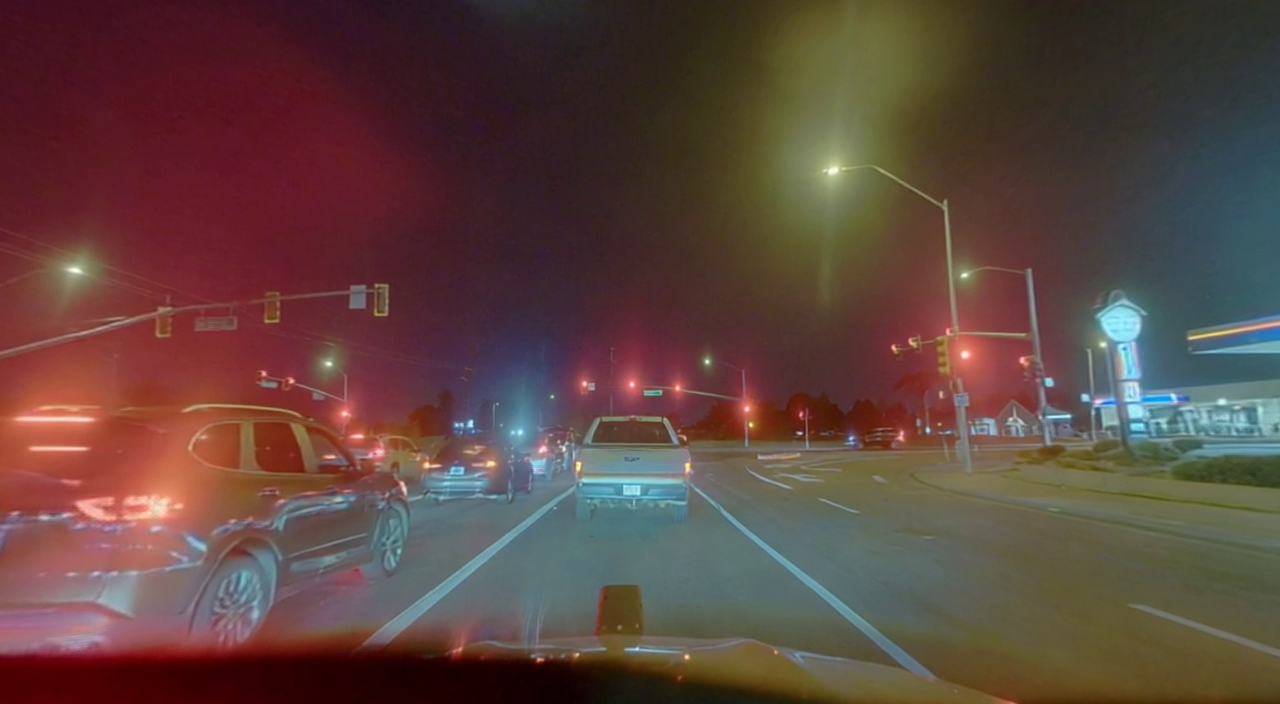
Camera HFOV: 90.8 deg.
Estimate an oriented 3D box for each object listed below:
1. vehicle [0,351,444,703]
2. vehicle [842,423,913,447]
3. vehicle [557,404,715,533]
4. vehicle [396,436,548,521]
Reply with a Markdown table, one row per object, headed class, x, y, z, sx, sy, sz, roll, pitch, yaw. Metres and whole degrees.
| class | x | y | z | sx | sy | sz | roll | pitch | yaw |
| --- | --- | --- | --- | --- | --- | --- | --- | --- | --- |
| vehicle | -3.309 | 1.163 | 5.001 | 2.096 | 1.718 | 4.266 | 0 | -8 | 0 |
| vehicle | 17.850 | 6.290 | 47.514 | 4.548 | 1.730 | 2.013 | 1 | -9 | -10 |
| vehicle | -0.078 | 2.024 | 11.522 | 2.224 | 1.819 | 5.005 | 0 | -9 | -1 |
| vehicle | -3.139 | 2.453 | 12.767 | 1.881 | 1.424 | 4.098 | 0 | -9 | 1 |
